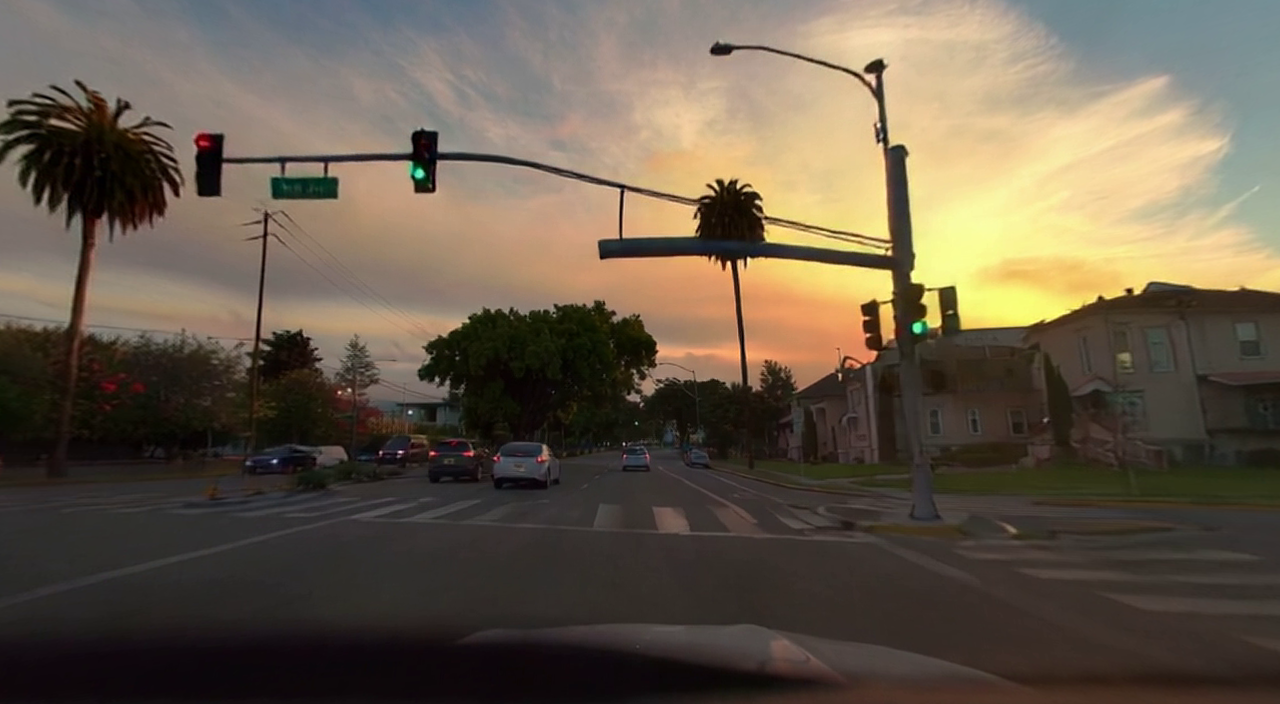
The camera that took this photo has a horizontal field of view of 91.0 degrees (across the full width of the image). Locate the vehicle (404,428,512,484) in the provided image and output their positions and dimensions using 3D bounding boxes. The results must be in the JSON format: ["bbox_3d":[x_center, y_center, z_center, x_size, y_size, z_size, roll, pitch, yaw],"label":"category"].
[{"bbox_3d":[-7.217,4.233,25.921,2.457,2.010,6.330,0,-9,1],"label":"vehicle"}]

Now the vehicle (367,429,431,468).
[{"bbox_3d":[-17.991,7.263,47.350,2.331,2.714,5.872,0,-9,1],"label":"vehicle"}]

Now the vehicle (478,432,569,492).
[{"bbox_3d":[-3.834,3.716,21.594,2.116,1.806,4.516,0,-9,1],"label":"vehicle"}]

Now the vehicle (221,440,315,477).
[{"bbox_3d":[-18.382,5.270,31.391,2.064,1.670,4.242,0,-9,0],"label":"vehicle"}]

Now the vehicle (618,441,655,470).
[{"bbox_3d":[-0.268,6.773,41.299,2.280,1.803,4.240,0,-9,-1],"label":"vehicle"}]

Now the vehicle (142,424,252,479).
[{"bbox_3d":[-26.007,5.861,37.278,2.512,2.978,5.172,1,-9,0],"label":"vehicle"}]
